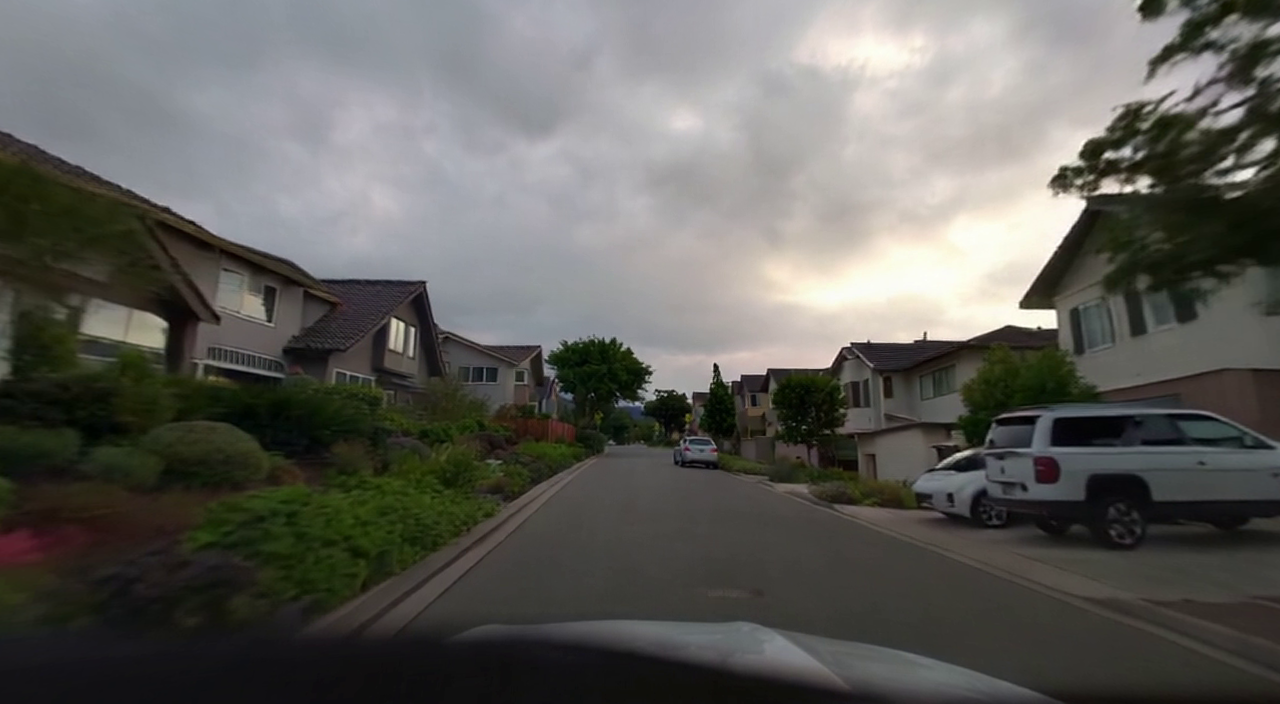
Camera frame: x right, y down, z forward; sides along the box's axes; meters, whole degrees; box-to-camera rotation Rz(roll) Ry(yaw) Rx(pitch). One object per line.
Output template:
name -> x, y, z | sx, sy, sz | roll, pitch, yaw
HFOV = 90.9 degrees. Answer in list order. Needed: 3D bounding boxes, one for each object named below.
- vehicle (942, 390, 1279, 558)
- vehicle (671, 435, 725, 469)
vehicle -> 8.245, 1.838, 10.002 | 5.739, 2.299, 2.216 | 0, -8, -3
vehicle -> 2.661, 4.675, 29.787 | 1.955, 1.498, 4.046 | 0, -8, -3
